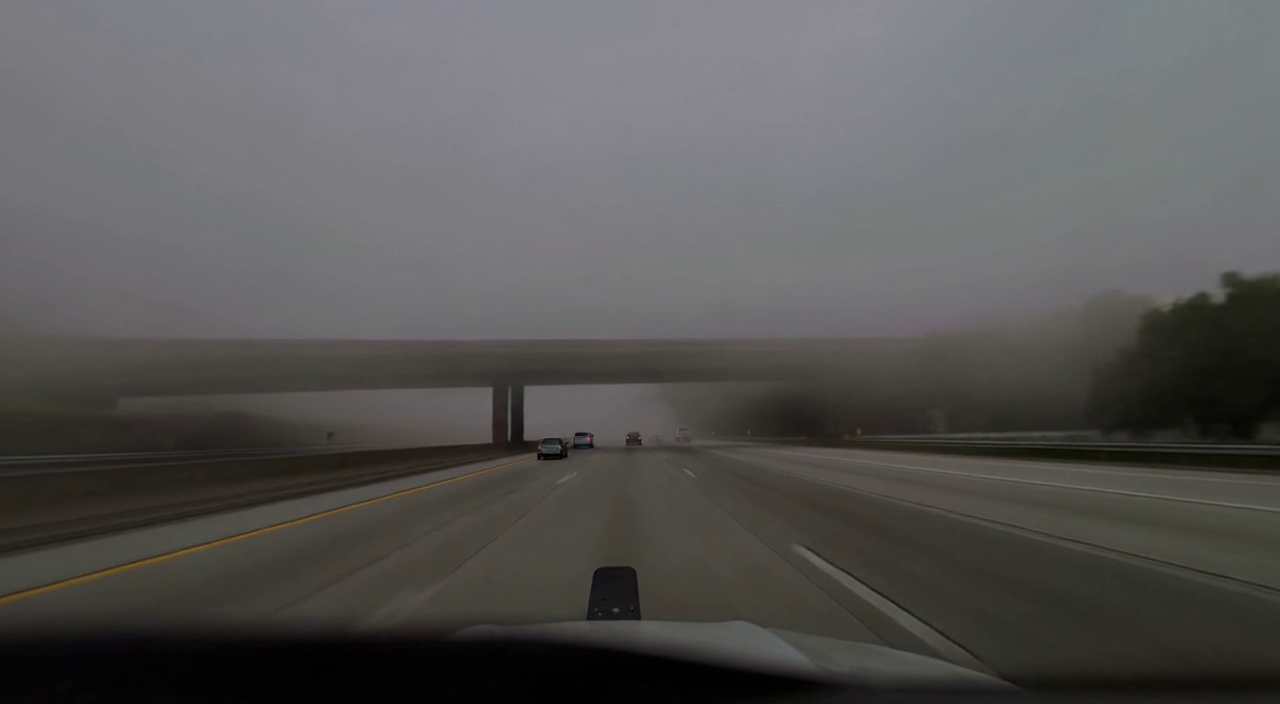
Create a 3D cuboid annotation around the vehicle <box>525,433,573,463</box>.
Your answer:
[{"bbox_3d":[-4.717,5.018,33.125,1.933,1.473,4.023,0,-8,0],"label":"vehicle"}]
